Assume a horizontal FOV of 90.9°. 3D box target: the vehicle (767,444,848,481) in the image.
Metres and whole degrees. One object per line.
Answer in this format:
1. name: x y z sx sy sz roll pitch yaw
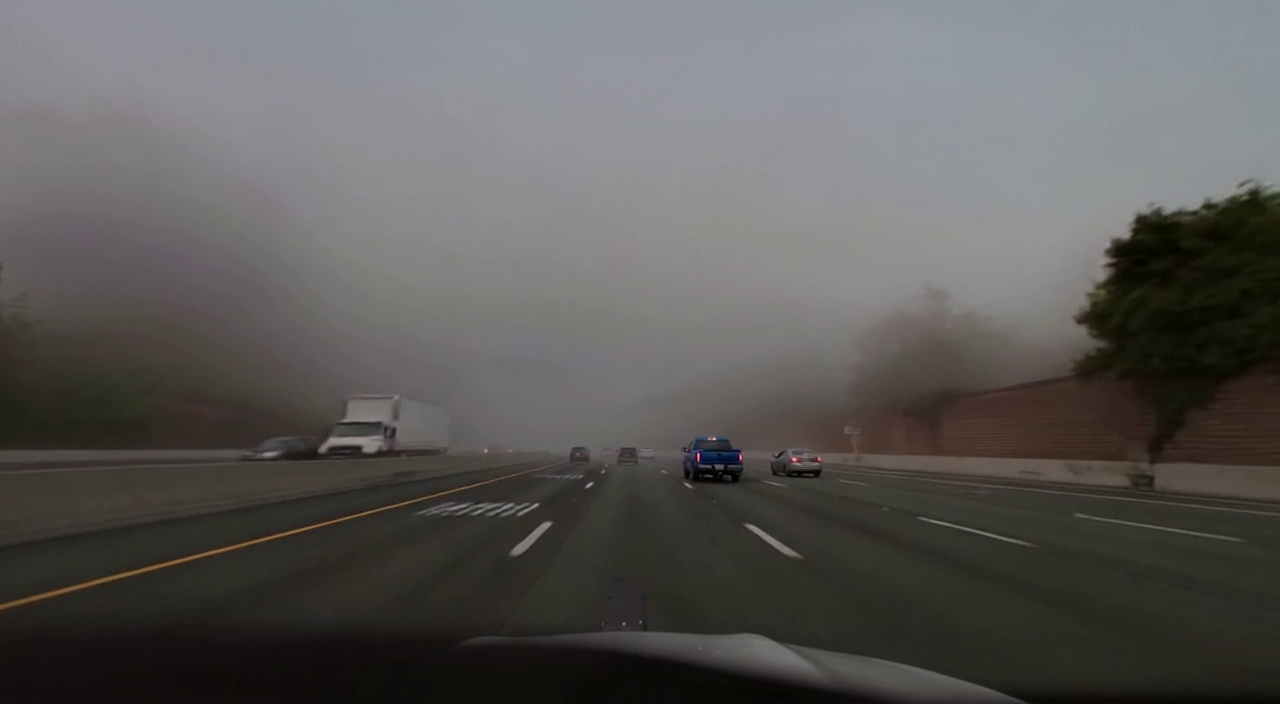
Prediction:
1. vehicle: 7.282 4.828 28.004 1.976 1.485 4.925 0 -8 -3

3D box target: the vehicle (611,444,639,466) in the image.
1. vehicle: -1.202 7.900 48.653 2.050 1.607 3.821 0 -8 -4

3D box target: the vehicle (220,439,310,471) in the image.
1. vehicle: -18.459 5.092 31.330 1.895 1.465 4.334 0 -8 -2

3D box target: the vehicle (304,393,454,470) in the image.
1. vehicle: -14.468 4.780 36.982 3.332 3.597 13.916 0 -8 -2

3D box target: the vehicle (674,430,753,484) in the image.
1. vehicle: 2.878 4.304 26.194 2.374 1.952 5.431 0 -8 -3
